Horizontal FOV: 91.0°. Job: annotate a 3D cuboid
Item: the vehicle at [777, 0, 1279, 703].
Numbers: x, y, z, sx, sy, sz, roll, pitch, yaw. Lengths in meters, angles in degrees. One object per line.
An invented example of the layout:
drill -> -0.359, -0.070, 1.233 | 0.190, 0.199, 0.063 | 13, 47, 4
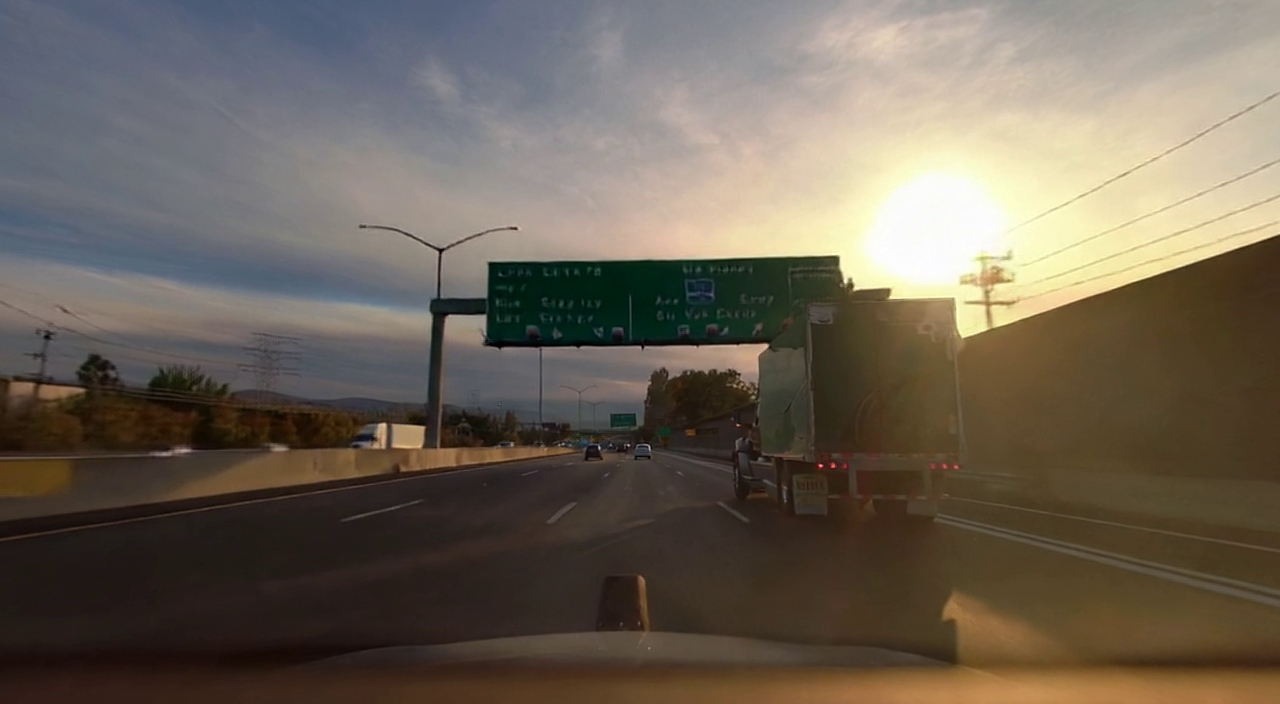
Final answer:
vehicle -> 3.838, -0.156, 3.240 | 2.899, 4.078, 16.430 | 0, -8, 1

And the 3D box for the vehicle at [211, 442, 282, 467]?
vehicle -> -24.740, 6.455, 39.743 | 1.893, 1.494, 3.950 | 0, -9, 0

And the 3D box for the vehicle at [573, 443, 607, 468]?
vehicle -> -3.428, 7.195, 44.017 | 2.000, 1.658, 4.155 | 0, -9, 0

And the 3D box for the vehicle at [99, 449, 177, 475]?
vehicle -> -28.922, 6.335, 36.397 | 1.558, 1.409, 3.503 | 0, -9, 0
